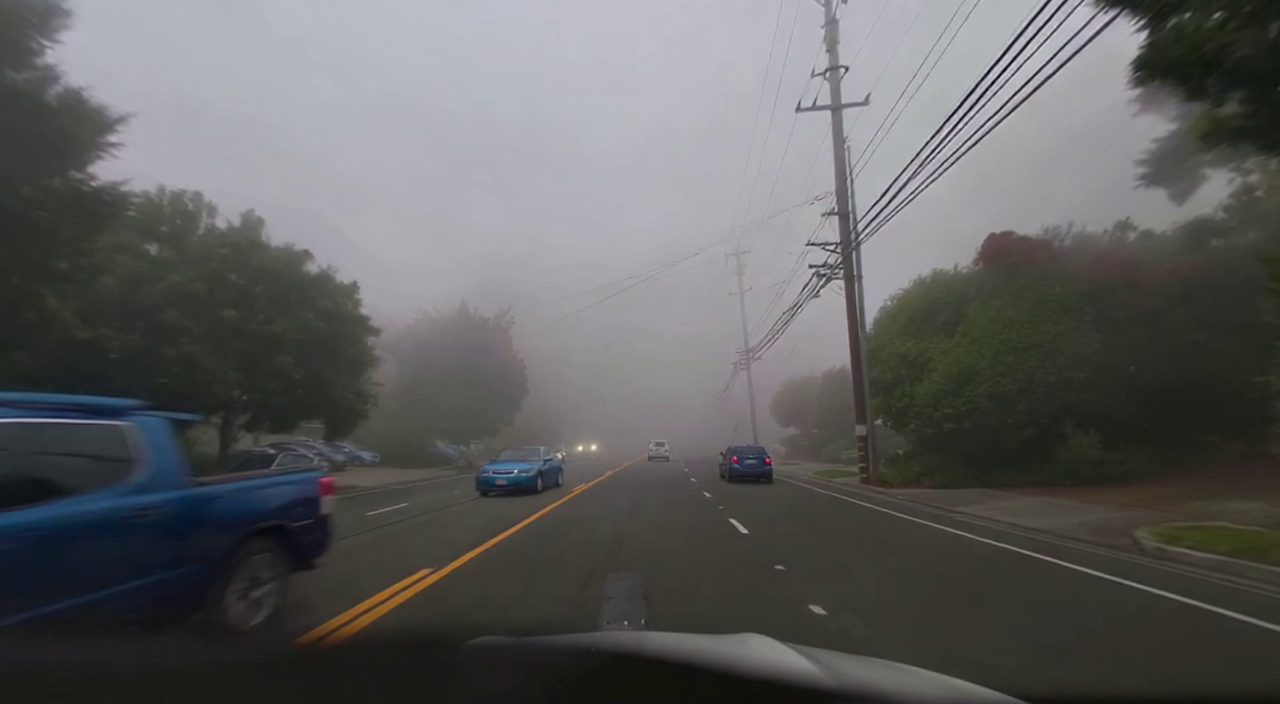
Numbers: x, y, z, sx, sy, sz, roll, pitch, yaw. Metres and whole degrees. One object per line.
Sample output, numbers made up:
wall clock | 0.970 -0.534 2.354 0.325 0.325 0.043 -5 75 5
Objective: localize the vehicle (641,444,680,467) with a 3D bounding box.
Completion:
vehicle | 1.306 6.485 39.643 2.298 1.359 4.081 0 -8 2

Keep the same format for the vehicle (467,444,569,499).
vehicle | -3.281 3.306 17.911 1.892 1.354 4.476 0 -8 2

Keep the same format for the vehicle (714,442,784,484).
vehicle | 4.093 4.235 24.403 1.951 1.479 4.487 0 -8 1

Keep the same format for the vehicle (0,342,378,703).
vehicle | -3.640 0.986 3.621 2.101 1.721 4.807 0 -8 1
